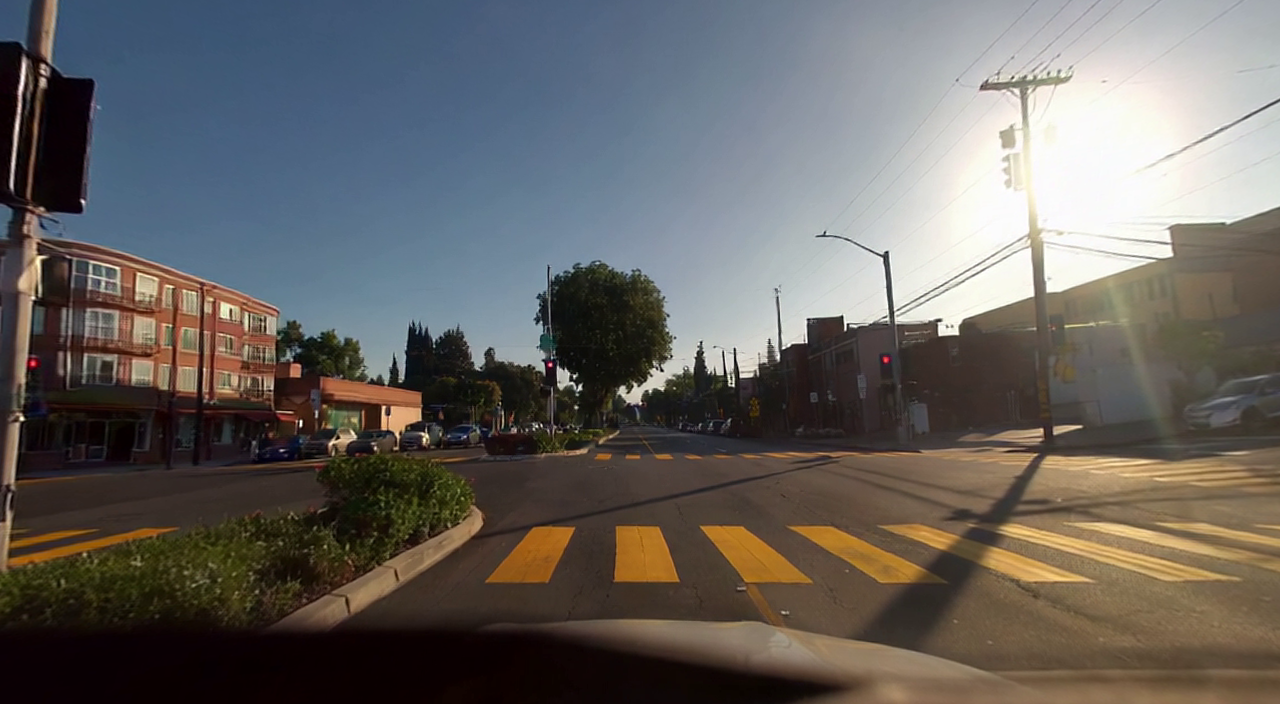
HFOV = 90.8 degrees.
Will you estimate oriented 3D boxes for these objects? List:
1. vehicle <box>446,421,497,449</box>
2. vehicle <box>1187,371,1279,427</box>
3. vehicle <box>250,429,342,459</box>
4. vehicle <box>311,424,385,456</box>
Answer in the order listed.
[{"bbox_3d":[-11.678,5.831,44.080,2.118,1.809,4.591,0,-8,2],"label":"vehicle"},{"bbox_3d":[22.364,1.572,22.243,4.531,1.753,1.964,-2,-2,-5],"label":"vehicle"},{"bbox_3d":[-18.059,4.897,33.530,1.939,1.430,5.533,0,-8,-2],"label":"vehicle"},{"bbox_3d":[-18.261,5.588,39.863,2.225,1.871,5.189,0,-8,0],"label":"vehicle"}]
